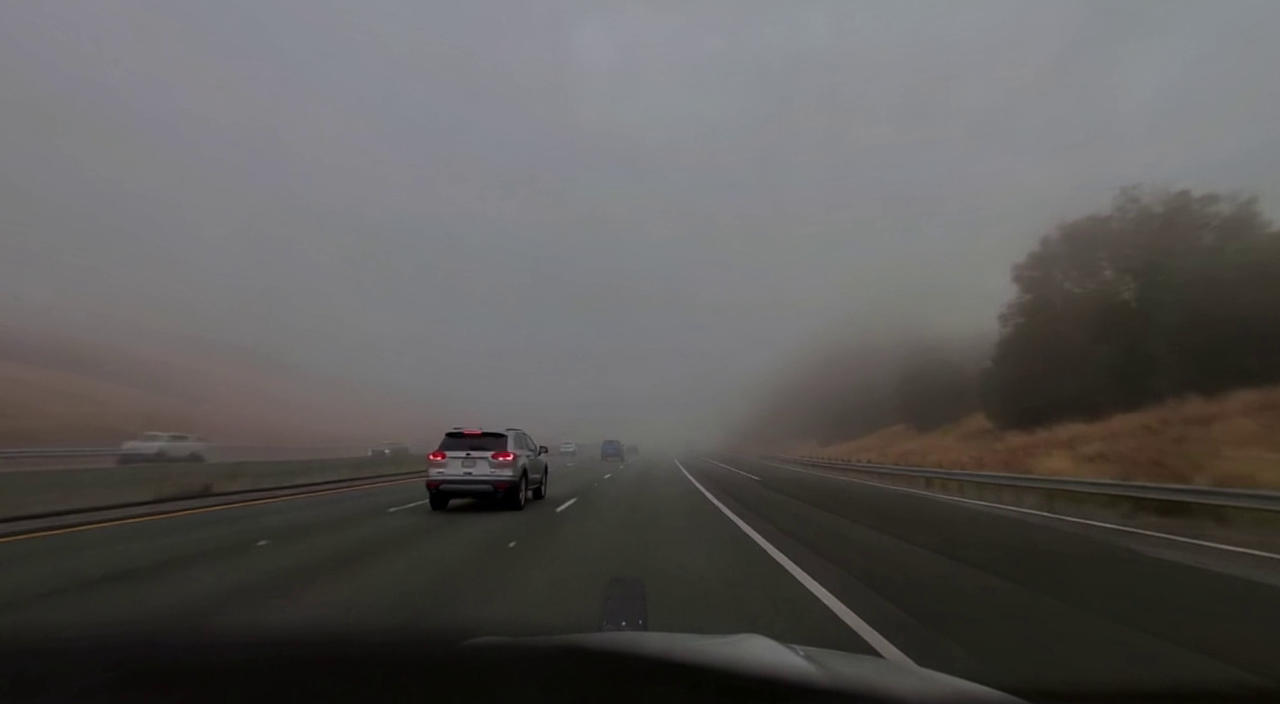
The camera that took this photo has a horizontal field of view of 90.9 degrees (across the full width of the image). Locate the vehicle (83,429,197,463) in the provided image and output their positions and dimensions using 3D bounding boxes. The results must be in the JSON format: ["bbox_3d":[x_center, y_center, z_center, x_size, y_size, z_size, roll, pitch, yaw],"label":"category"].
[{"bbox_3d":[-24.695,4.695,31.394,1.835,1.543,4.618,0,-9,1],"label":"vehicle"}]

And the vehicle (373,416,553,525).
[{"bbox_3d":[-3.386,2.402,13.301,2.218,1.848,4.789,0,-9,2],"label":"vehicle"}]
